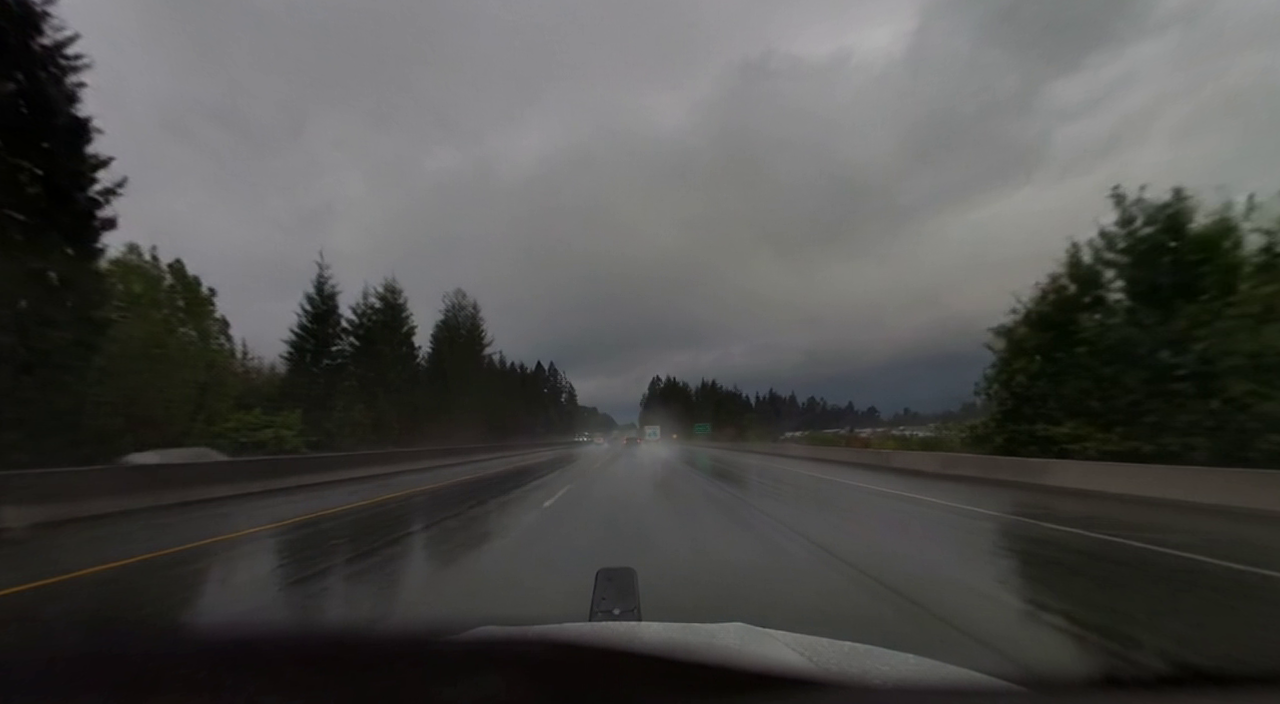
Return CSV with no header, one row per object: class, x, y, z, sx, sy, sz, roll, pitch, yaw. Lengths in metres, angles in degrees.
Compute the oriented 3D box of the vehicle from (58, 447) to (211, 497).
vehicle,-15.414,3.624,19.469,1.975,1.340,3.358,0,-8,-2
